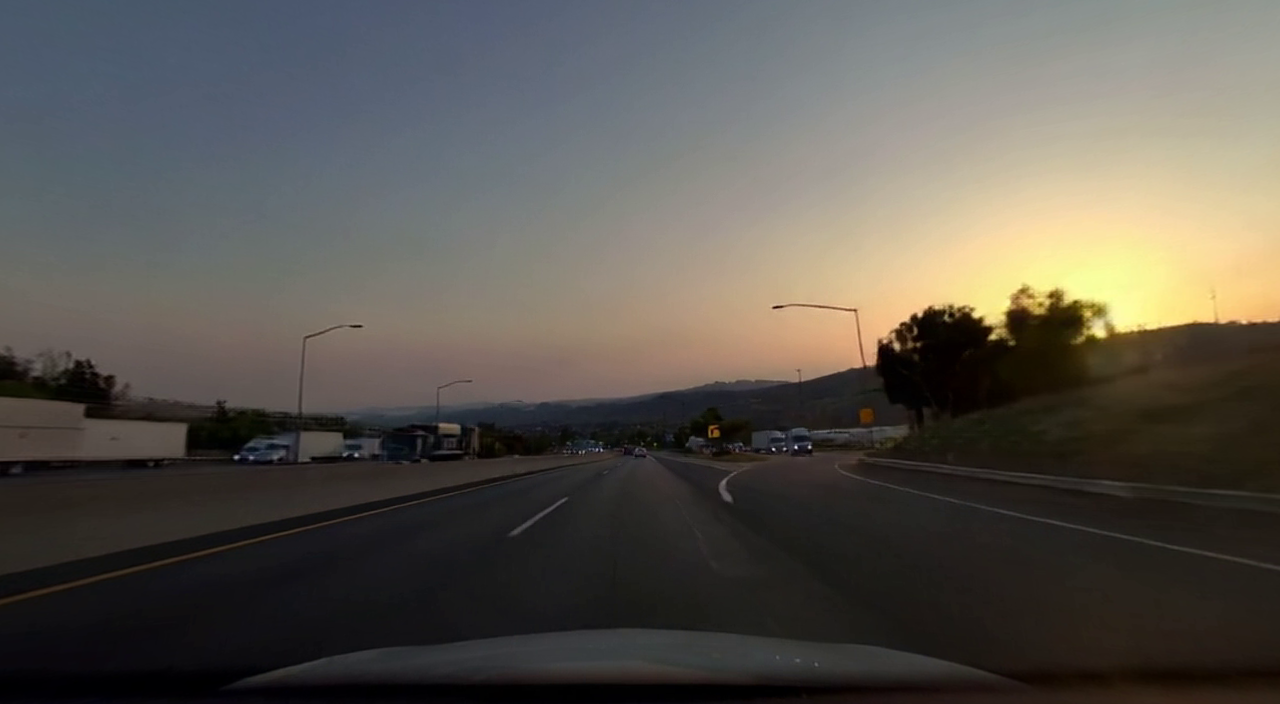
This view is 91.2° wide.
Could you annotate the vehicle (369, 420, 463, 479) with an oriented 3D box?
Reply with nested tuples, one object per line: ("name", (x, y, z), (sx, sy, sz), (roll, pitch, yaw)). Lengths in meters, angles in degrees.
("vehicle", (-16.224, 7.210, 46.396), (3.035, 3.814, 9.987), (-1, -9, 1))
